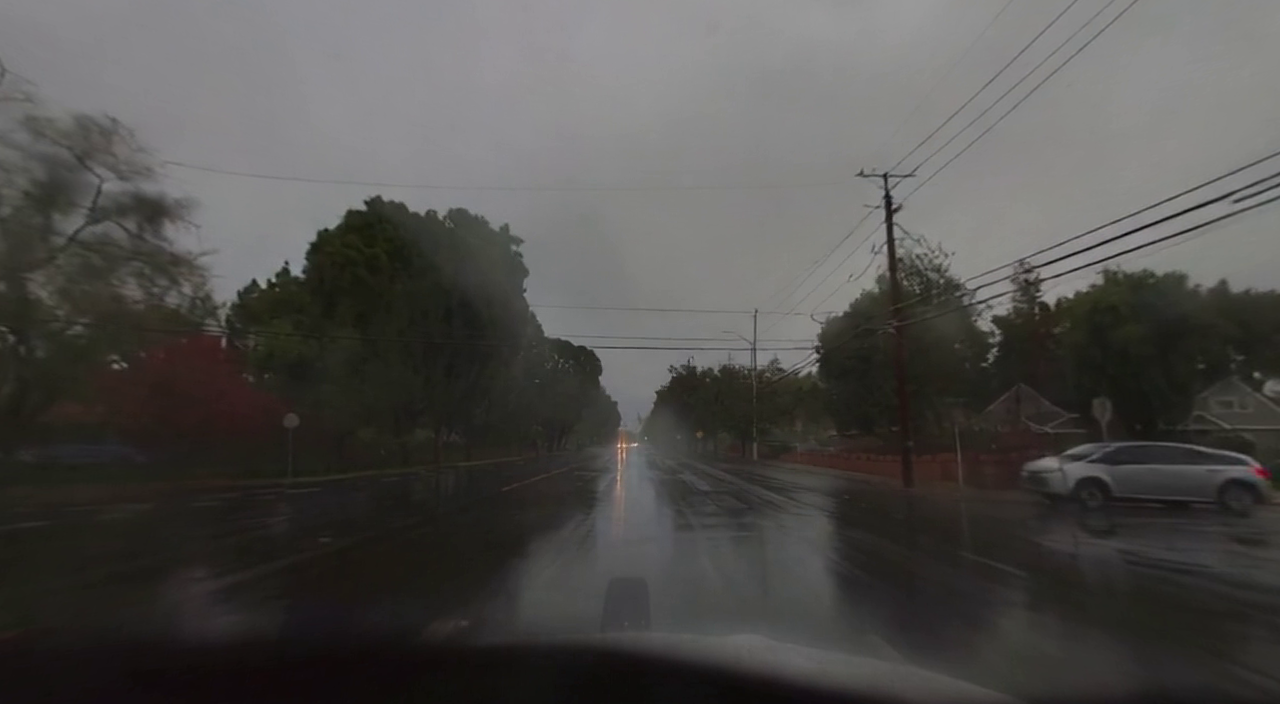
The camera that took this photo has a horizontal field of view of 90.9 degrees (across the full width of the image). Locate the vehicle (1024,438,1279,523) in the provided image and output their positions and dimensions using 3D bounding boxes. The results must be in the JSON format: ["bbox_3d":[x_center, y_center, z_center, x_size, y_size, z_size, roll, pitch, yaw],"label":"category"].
[{"bbox_3d":[11.018,2.626,13.272,4.565,1.600,2.023,1,-9,-5],"label":"vehicle"}]
